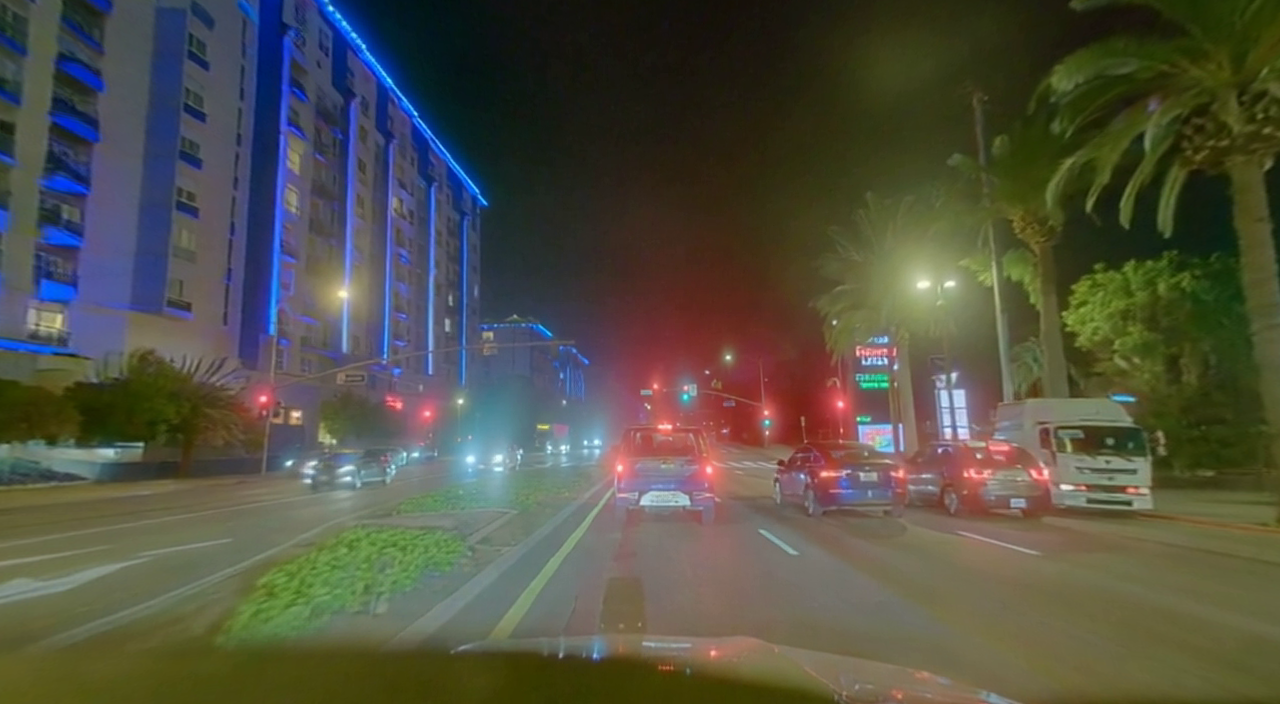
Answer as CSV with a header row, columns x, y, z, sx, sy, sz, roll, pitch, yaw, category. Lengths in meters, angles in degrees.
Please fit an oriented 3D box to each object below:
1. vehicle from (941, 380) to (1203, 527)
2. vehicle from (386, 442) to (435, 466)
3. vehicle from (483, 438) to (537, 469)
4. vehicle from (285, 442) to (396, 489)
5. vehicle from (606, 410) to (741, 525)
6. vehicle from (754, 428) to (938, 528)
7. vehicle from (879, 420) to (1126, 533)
x,y,z,sx,sy,sz,roll,pitch,yaw,category
10.519,2.384,16.229,2.663,3.061,5.602,-1,-5,-1,vehicle
-17.785,7.936,49.096,1.965,1.747,4.461,0,-9,2,vehicle
-7.677,6.043,37.682,2.050,1.725,4.677,0,-9,3,vehicle
-11.670,4.438,24.956,2.134,1.699,4.342,0,-9,2,vehicle
0.663,2.561,14.521,2.487,2.115,5.444,0,-9,1,vehicle
4.066,2.588,13.579,2.283,1.738,4.916,0,-9,0,vehicle
7.395,2.603,13.816,2.215,1.973,5.323,0,-9,0,vehicle
